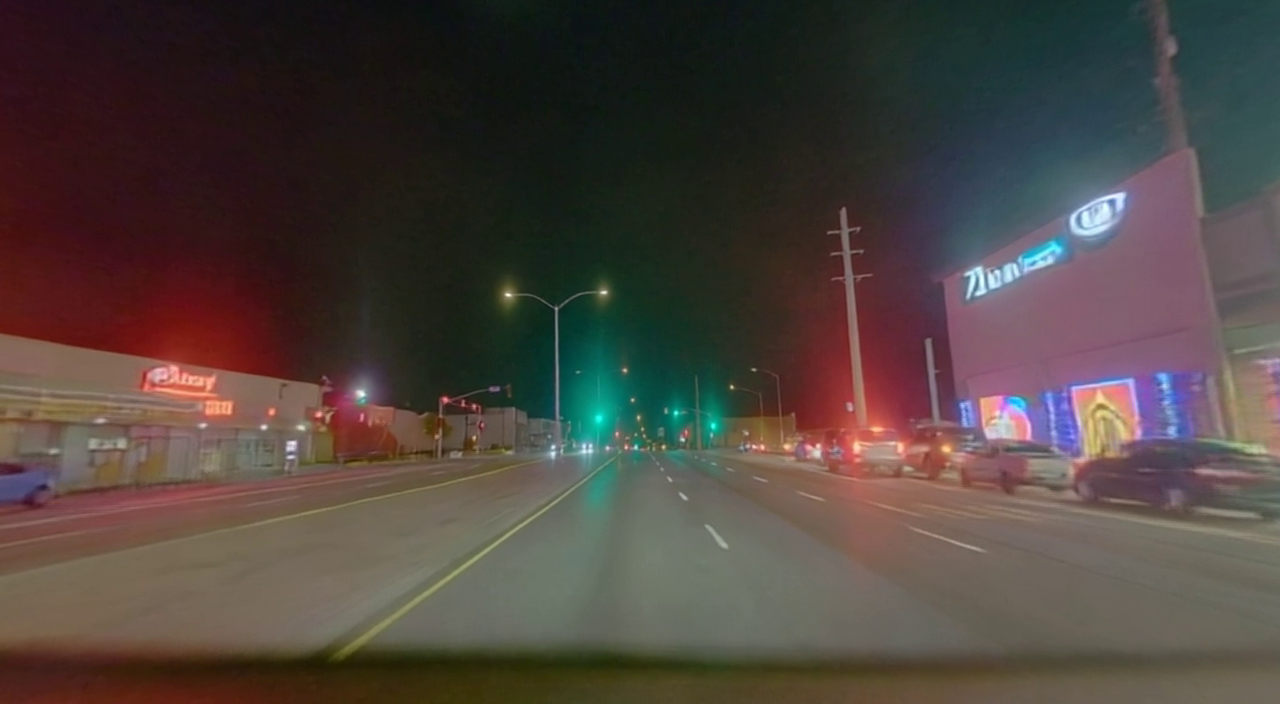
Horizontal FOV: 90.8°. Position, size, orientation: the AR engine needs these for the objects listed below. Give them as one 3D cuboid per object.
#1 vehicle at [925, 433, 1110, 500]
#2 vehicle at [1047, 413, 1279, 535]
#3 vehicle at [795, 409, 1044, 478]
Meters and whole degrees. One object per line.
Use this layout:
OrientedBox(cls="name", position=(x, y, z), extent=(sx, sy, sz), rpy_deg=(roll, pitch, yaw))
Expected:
OrientedBox(cls="vehicle", position=(9.755, 2.992, 16.907), extent=(1.876, 1.511, 4.726), rpy_deg=(0, -9, -2))
OrientedBox(cls="vehicle", position=(9.949, 2.158, 11.694), extent=(1.925, 1.808, 4.255), rpy_deg=(0, -9, 0))
OrientedBox(cls="vehicle", position=(9.844, 3.573, 23.715), extent=(6.552, 2.004, 6.229), rpy_deg=(-2, -11, 2))
